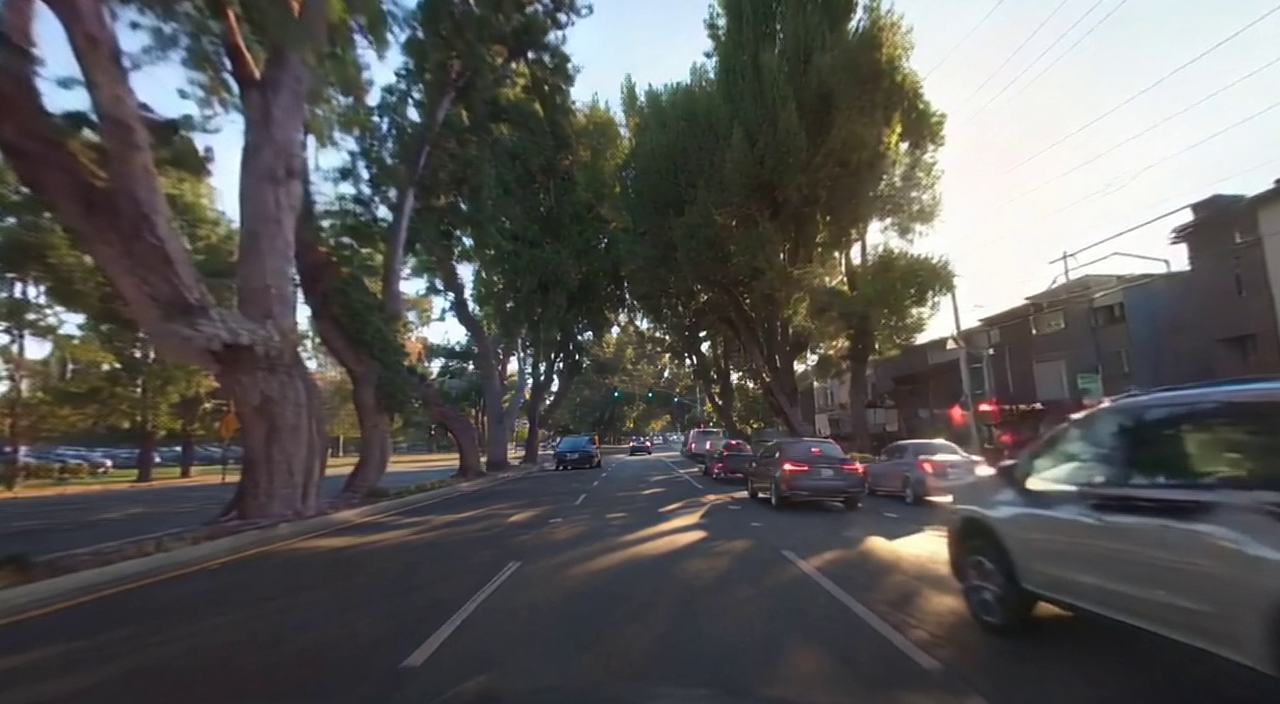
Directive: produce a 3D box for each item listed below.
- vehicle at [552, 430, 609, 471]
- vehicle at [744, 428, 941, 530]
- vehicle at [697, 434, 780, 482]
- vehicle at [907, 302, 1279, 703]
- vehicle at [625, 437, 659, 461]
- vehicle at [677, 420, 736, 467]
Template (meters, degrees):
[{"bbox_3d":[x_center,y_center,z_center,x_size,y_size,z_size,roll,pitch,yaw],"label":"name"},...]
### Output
[{"bbox_3d":[-2.591,4.449,28.629,2.083,1.691,4.398,0,-8,1],"label":"vehicle"},{"bbox_3d":[3.245,2.131,11.185,2.009,1.436,4.258,0,-8,-1],"label":"vehicle"},{"bbox_3d":[3.183,3.529,21.261,2.080,1.445,4.096,0,-8,-1],"label":"vehicle"},{"bbox_3d":[3.287,0.834,3.071,1.985,1.772,4.479,0,-8,0],"label":"vehicle"},{"bbox_3d":[0.146,6.329,41.324,2.120,1.428,3.890,0,-8,1],"label":"vehicle"},{"bbox_3d":[3.281,4.722,32.542,2.337,2.144,5.976,0,-8,0],"label":"vehicle"}]
